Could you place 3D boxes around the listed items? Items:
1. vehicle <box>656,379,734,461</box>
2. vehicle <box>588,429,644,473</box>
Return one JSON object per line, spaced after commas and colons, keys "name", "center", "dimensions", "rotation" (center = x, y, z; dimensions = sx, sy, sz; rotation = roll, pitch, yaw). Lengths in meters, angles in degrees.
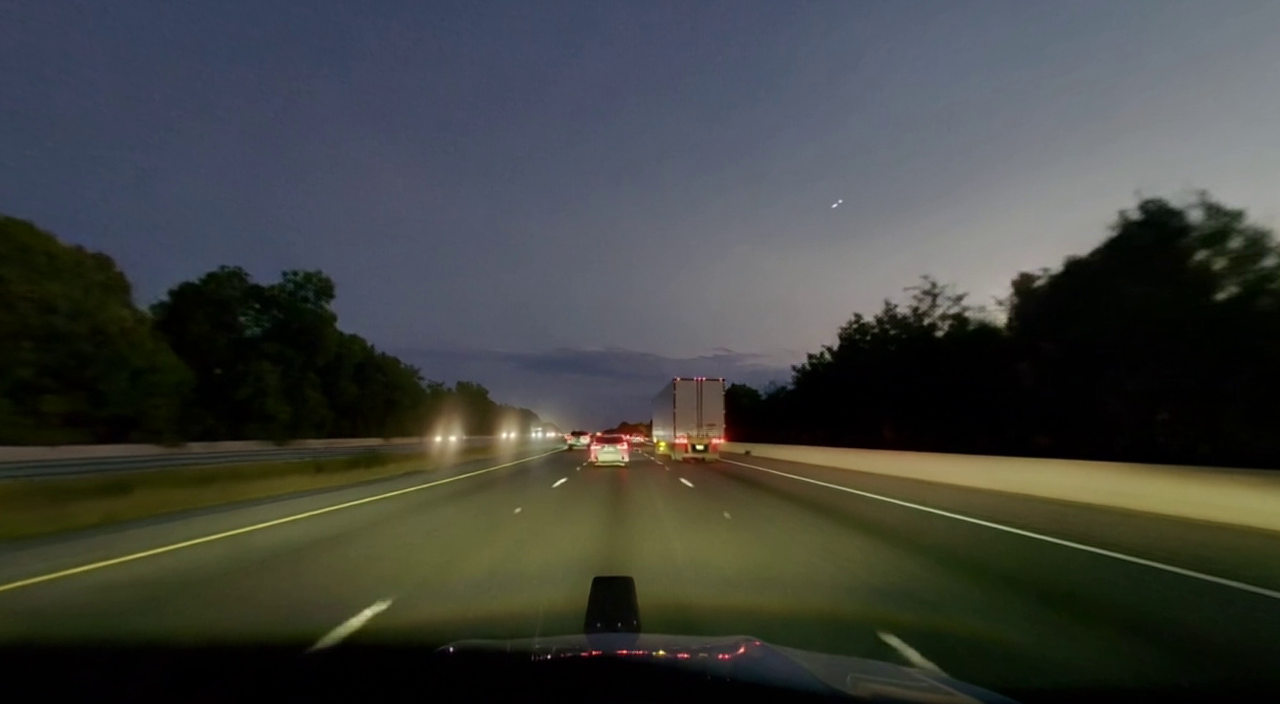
{"name": "vehicle", "center": [2.982, 4.452, 39.275], "dimensions": [2.946, 4.111, 14.652], "rotation": [0, -8, -2]}
{"name": "vehicle", "center": [-0.945, 3.856, 24.795], "dimensions": [2.048, 1.563, 4.087], "rotation": [0, -8, -2]}
